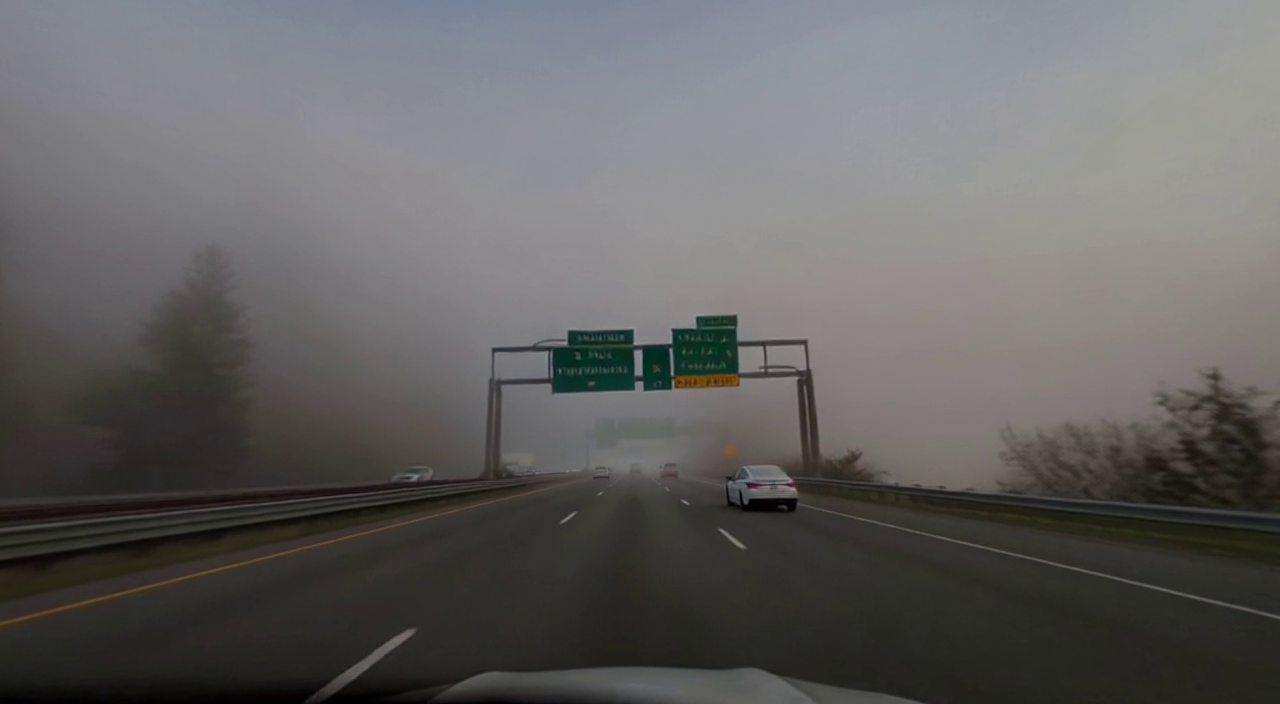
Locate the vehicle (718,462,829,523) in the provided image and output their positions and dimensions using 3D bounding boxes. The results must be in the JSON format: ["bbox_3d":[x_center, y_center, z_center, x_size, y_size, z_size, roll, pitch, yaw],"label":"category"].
[{"bbox_3d":[3.601,3.915,17.966,2.051,1.472,4.547,1,-10,-1],"label":"vehicle"}]

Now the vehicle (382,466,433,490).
[{"bbox_3d":[-15.712,8.534,42.802,1.904,1.477,4.095,1,-10,0],"label":"vehicle"}]
